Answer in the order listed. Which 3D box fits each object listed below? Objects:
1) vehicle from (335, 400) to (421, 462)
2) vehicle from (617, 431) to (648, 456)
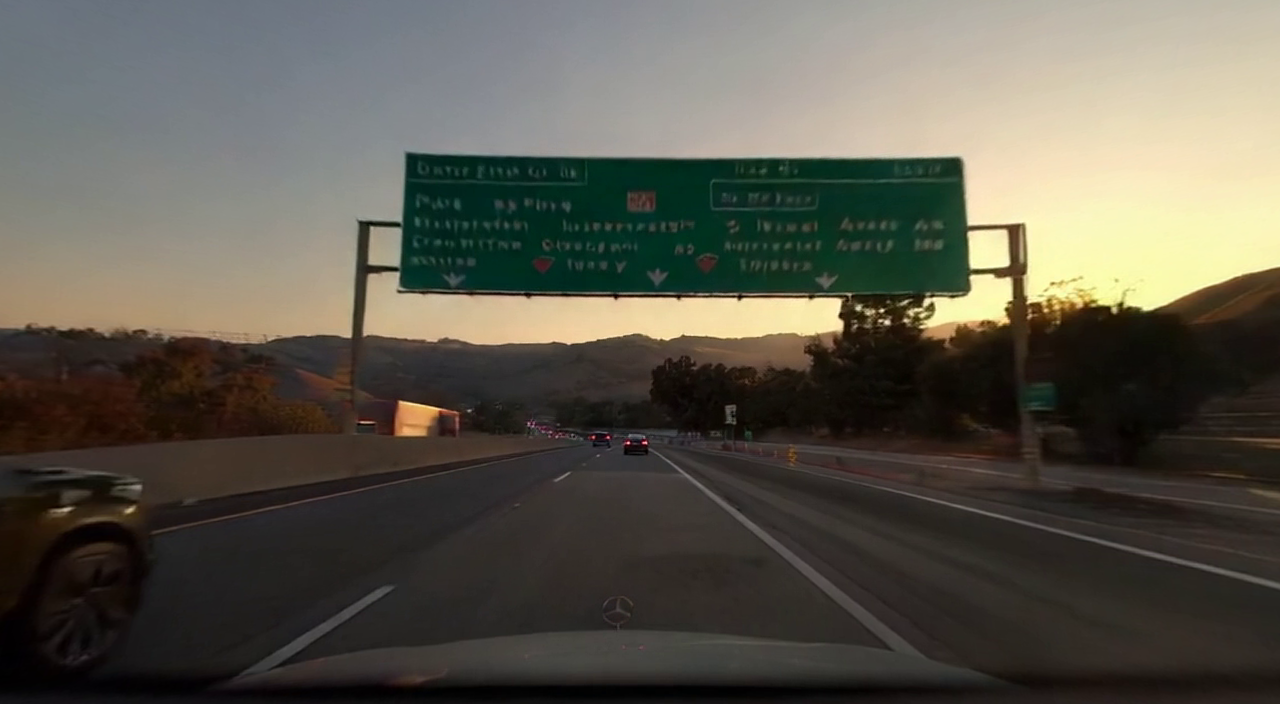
[{"bbox_3d":[-17.148,5.248,41.678,2.989,3.797,6.153,0,-8,-1],"label":"vehicle"},{"bbox_3d":[-0.560,6.129,42.410,1.984,1.586,3.866,0,-8,-2],"label":"vehicle"}]
